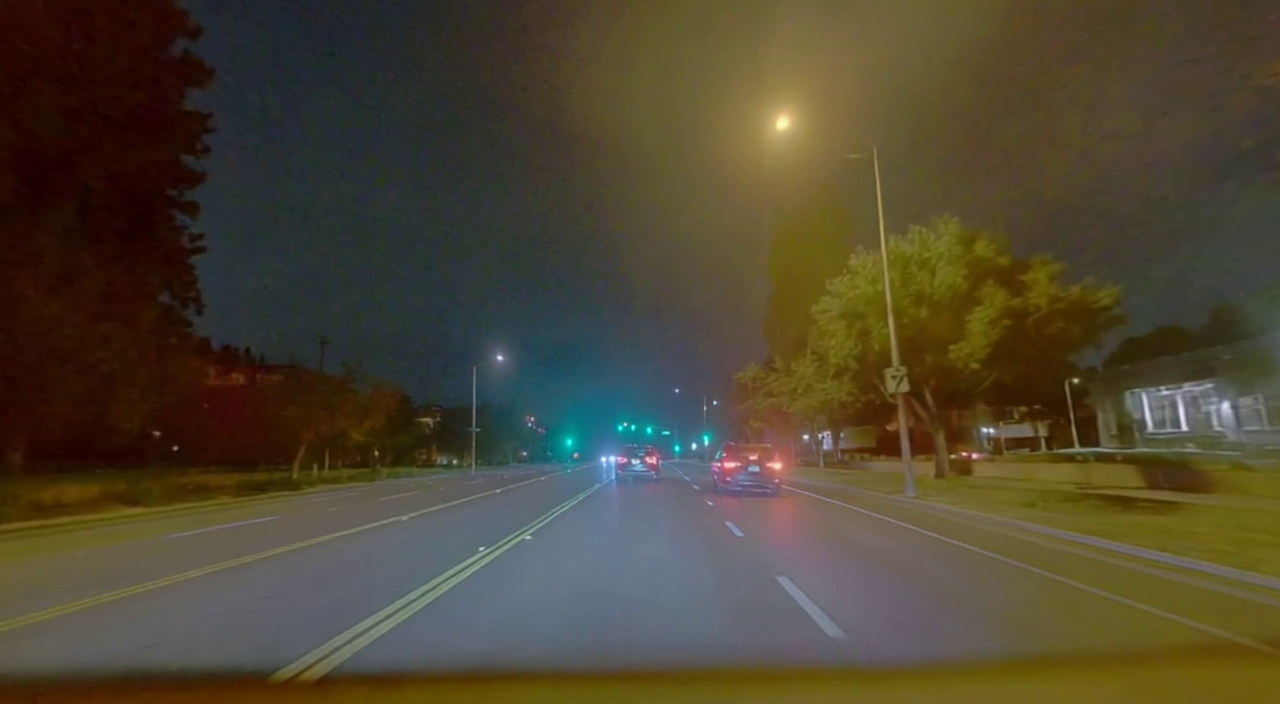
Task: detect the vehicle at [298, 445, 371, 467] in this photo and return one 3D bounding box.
[{"bbox_3d":[-23.025,7.835,47.577,4.460,1.653,1.929,0,-8,1],"label":"vehicle"}]

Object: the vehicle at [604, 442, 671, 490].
[{"bbox_3d":[0.007,3.813,21.493,2.030,1.467,4.403,0,-8,2],"label":"vehicle"}]

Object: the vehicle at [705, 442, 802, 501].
[{"bbox_3d":[3.044,3.290,17.789,2.065,1.456,4.099,0,-8,1],"label":"vehicle"}]
